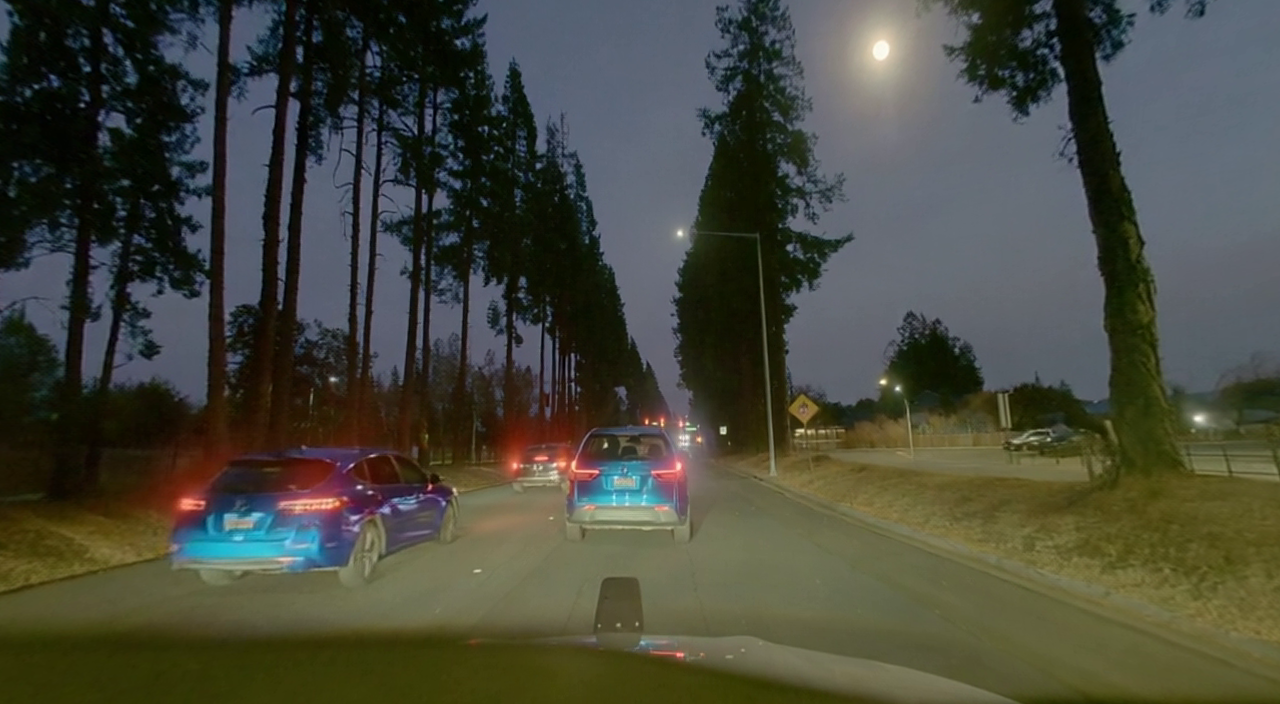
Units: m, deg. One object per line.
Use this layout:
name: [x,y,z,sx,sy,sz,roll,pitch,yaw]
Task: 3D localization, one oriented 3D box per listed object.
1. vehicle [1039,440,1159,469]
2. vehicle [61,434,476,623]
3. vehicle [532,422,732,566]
vehicle: [28.319,6.310,39.084,5.955,1.702,2.166,1,-8,-6]
vehicle: [-3.531,1.717,7.257,1.922,1.464,4.424,0,-8,3]
vehicle: [-0.079,1.881,9.083,2.229,1.591,3.897,0,-8,0]
